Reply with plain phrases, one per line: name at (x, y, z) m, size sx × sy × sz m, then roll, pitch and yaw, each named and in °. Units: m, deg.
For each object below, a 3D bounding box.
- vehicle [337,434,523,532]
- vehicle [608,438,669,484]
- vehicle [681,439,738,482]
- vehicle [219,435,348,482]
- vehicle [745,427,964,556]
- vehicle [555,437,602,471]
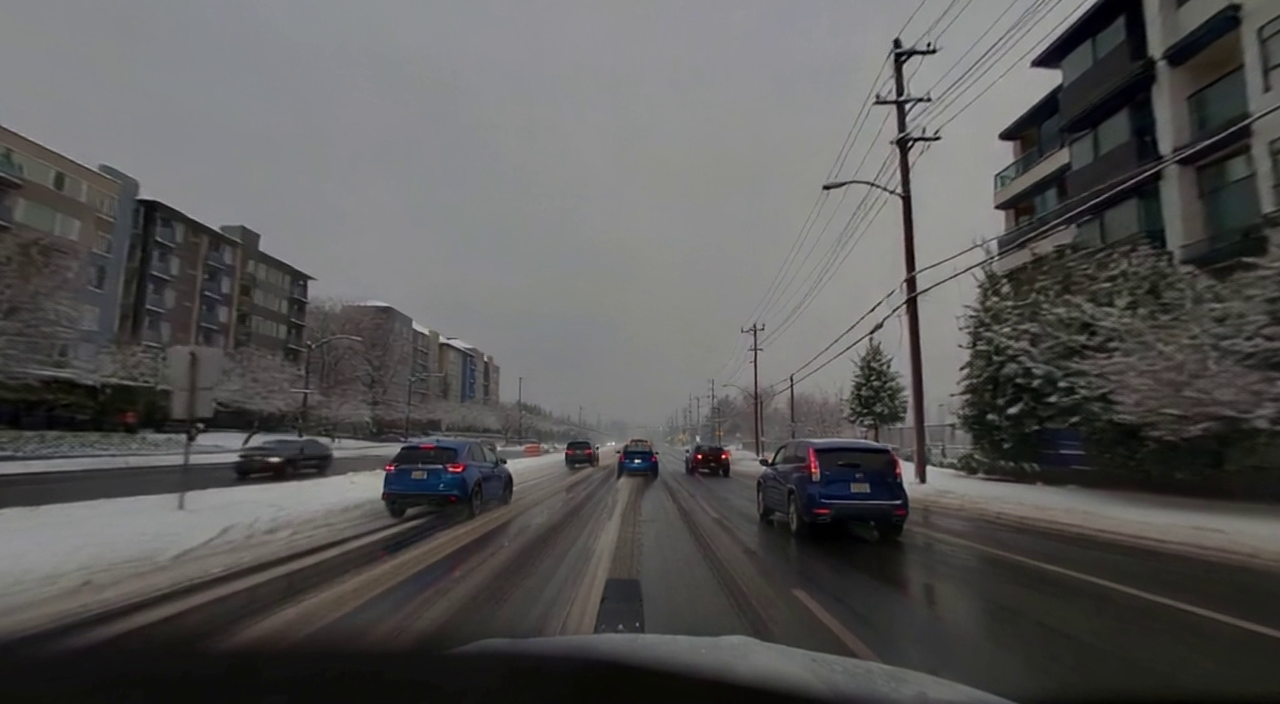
vehicle at (-3.592, 2.317, 11.774) m, size 1.968 × 1.473 × 4.209 m, roll 0°, pitch -8°, yaw 1°
vehicle at (-0.045, 4.417, 25.972) m, size 2.291 × 1.714 × 4.217 m, roll 0°, pitch -8°, yaw 0°
vehicle at (3.080, 4.877, 28.745) m, size 2.029 × 1.797 × 4.218 m, roll 0°, pitch -8°, yaw -1°
vehicle at (-12.398, 3.725, 22.369) m, size 1.902 × 1.497 × 4.417 m, roll 0°, pitch -8°, yaw 1°
vehicle at (3.032, 2.047, 9.984) m, size 1.975 × 1.598 × 4.025 m, roll 0°, pitch -8°, yaw -1°
vehicle at (-3.523, 5.934, 37.031) m, size 2.190 × 1.832 × 4.417 m, roll 0°, pitch -8°, yaw 1°
